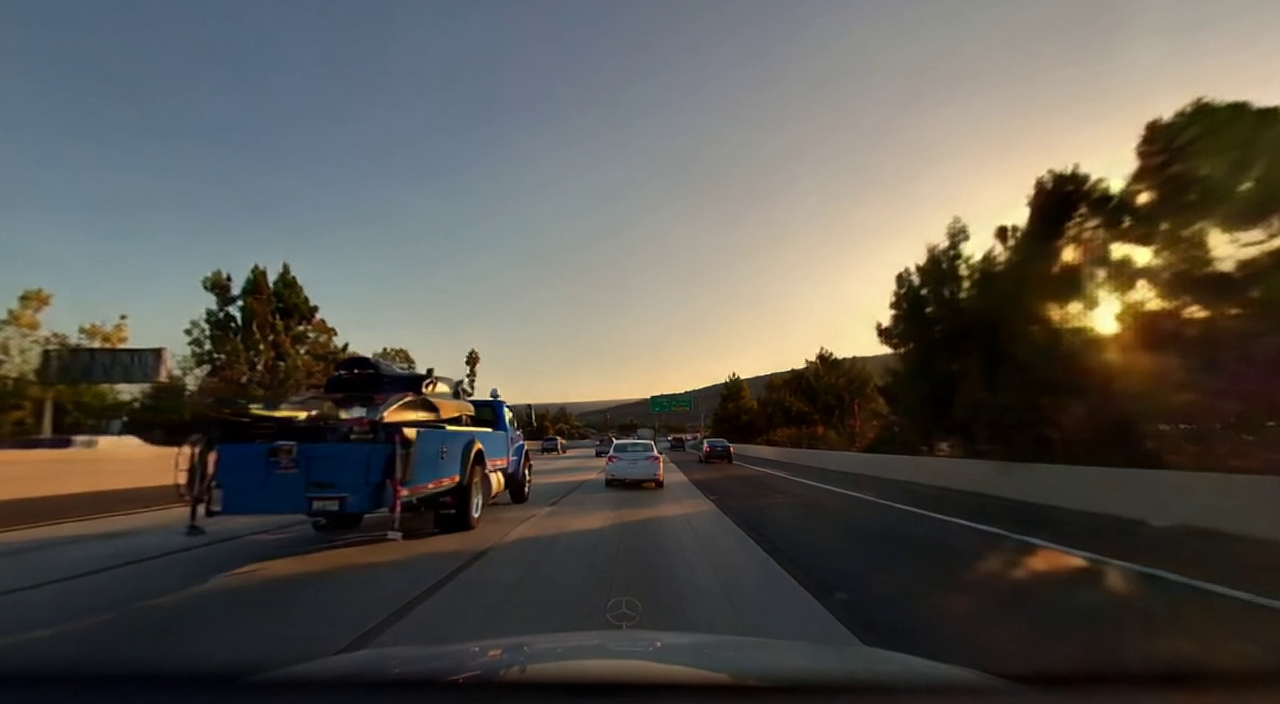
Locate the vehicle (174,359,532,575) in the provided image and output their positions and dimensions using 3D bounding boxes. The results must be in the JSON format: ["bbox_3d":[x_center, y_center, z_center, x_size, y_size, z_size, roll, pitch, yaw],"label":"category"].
[{"bbox_3d":[-3.328,1.536,9.100,2.526,2.146,5.594,0,-8,0],"label":"vehicle"}]

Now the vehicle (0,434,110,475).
[{"bbox_3d":[-24.254,4.082,25.295,1.791,1.480,4.430,0,-8,1],"label":"vehicle"}]

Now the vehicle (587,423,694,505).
[{"bbox_3d":[0.033,2.608,15.087,2.165,1.653,4.456,0,-8,1],"label":"vehicle"}]

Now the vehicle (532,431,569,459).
[{"bbox_3d":[-6.583,6.915,46.856,2.036,1.958,4.378,0,-8,1],"label":"vehicle"}]

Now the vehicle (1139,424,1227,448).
[{"bbox_3d":[37.711,5.856,43.637,4.326,1.638,1.967,0,-8,-2],"label":"vehicle"}]

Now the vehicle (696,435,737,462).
[{"bbox_3d":[4.840,6.167,40.225,2.079,1.656,4.506,0,-8,0],"label":"vehicle"}]
